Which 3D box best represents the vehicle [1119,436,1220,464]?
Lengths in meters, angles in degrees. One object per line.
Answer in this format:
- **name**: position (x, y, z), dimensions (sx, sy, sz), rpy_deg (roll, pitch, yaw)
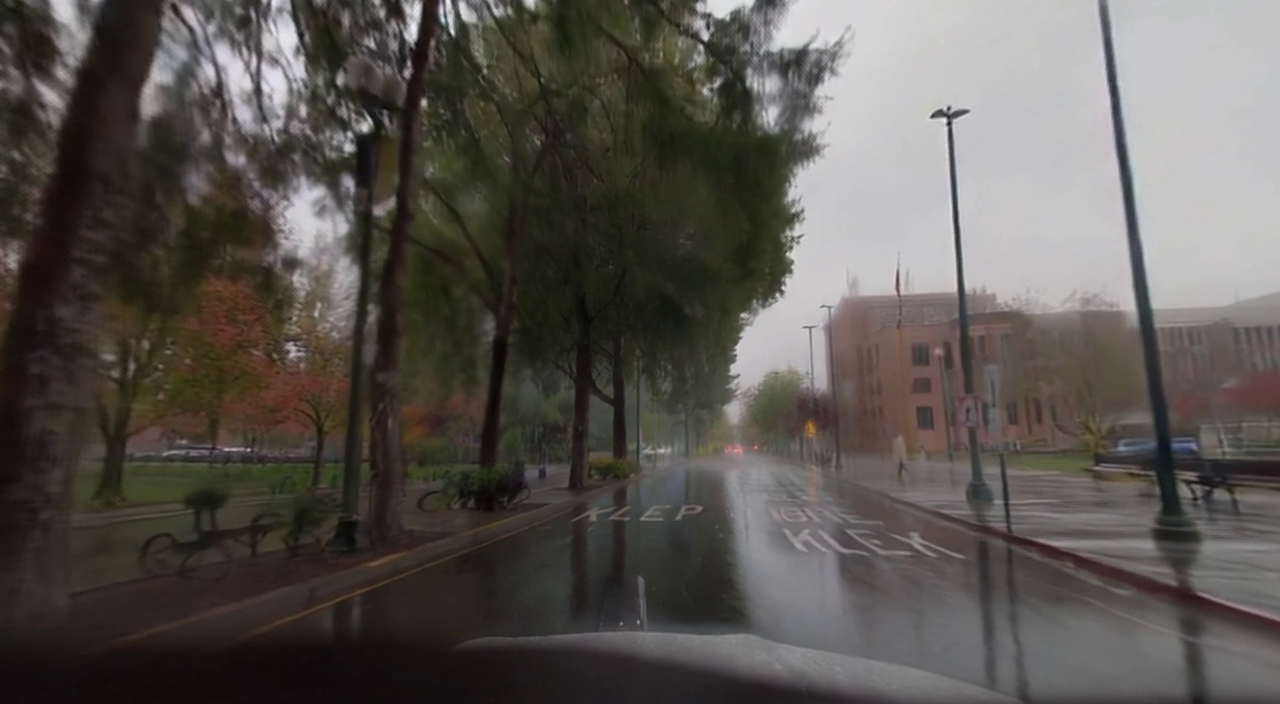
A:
- **vehicle**: position (38.733, 7.196, 46.343), dimensions (5.090, 1.925, 2.103), rpy_deg (-2, -9, 11)
